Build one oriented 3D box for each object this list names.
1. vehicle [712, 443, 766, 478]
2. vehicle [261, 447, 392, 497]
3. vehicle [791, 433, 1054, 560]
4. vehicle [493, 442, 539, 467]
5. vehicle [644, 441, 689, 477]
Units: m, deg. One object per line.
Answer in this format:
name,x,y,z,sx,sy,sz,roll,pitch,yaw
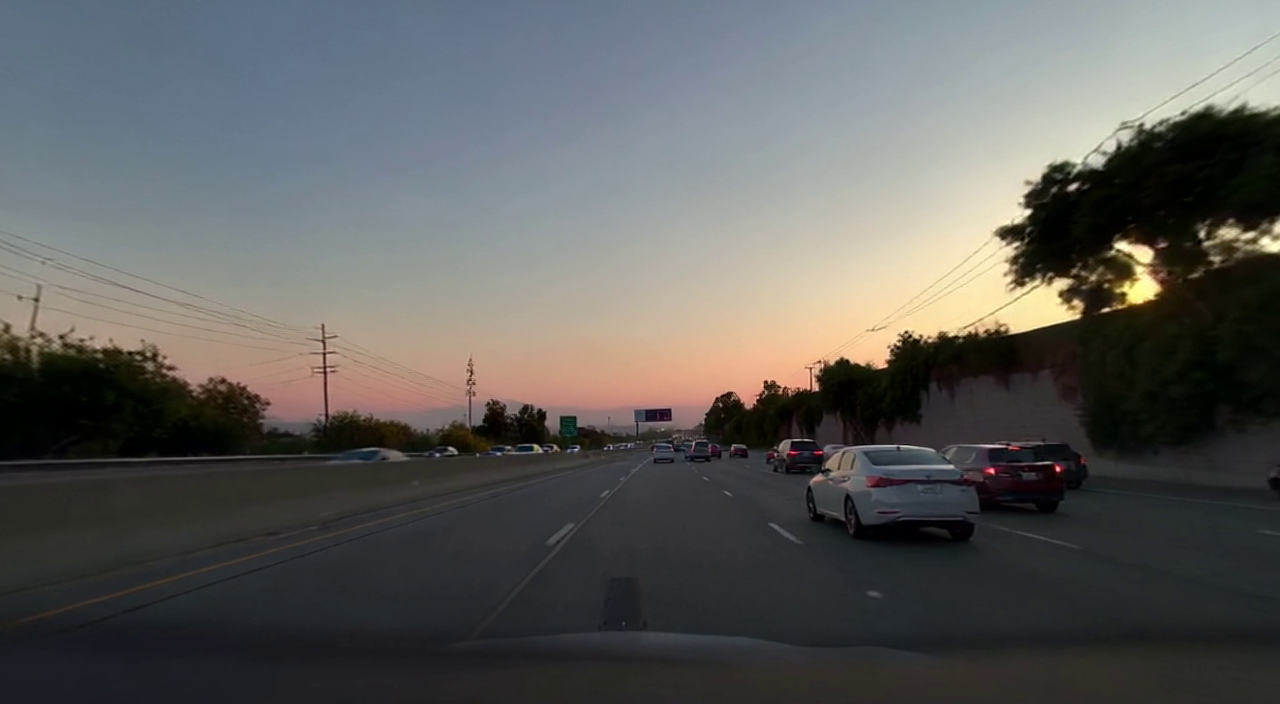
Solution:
vehicle,4.483,4.957,29.109,1.936,1.465,4.060,0,-8,1
vehicle,-9.580,3.669,19.702,1.892,1.385,4.029,0,-8,2
vehicle,3.880,2.036,9.725,1.986,1.478,4.429,0,-8,0
vehicle,-8.614,7.111,44.070,2.035,1.654,4.342,-1,-8,4
vehicle,1.243,5.059,30.083,2.042,1.581,3.769,0,-8,2
